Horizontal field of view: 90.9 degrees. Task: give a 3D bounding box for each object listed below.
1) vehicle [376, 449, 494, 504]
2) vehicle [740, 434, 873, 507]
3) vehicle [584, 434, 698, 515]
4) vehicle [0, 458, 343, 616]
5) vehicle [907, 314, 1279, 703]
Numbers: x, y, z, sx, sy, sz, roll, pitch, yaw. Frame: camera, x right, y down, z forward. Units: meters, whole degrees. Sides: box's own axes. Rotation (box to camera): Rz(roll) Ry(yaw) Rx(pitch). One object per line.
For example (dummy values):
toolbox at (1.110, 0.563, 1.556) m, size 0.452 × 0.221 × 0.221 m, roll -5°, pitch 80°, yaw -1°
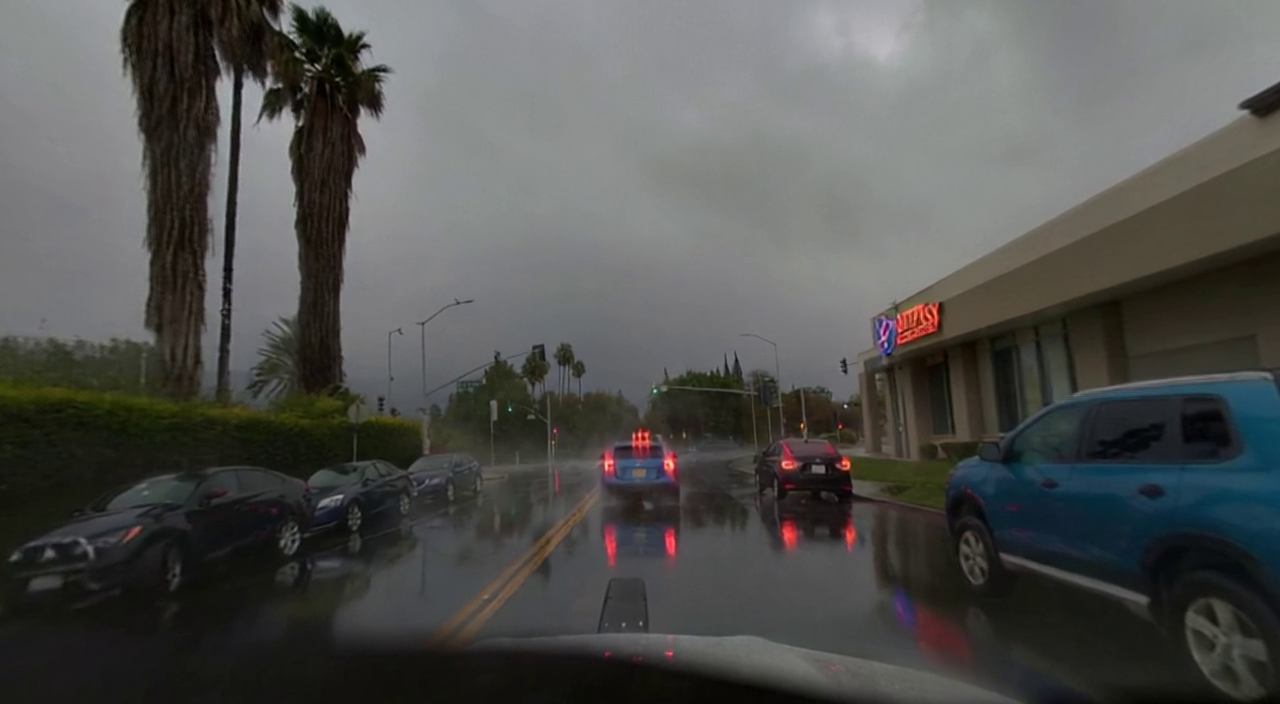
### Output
vehicle at (-6.344, 3.887, 20.174) m, size 2.105 × 1.469 × 4.693 m, roll 0°, pitch -8°, yaw 1°
vehicle at (3.607, 2.635, 14.584) m, size 1.821 × 1.417 × 4.454 m, roll 0°, pitch -8°, yaw 0°
vehicle at (-0.006, 2.511, 13.520) m, size 2.060 × 1.452 × 4.078 m, roll 0°, pitch -8°, yaw -1°
vehicle at (-6.141, 2.270, 8.726) m, size 1.850 × 1.482 × 4.454 m, roll 0°, pitch -8°, yaw 1°
vehicle at (3.632, 0.895, 3.525) m, size 2.099 × 1.786 × 5.198 m, roll 0°, pitch -8°, yaw 1°
